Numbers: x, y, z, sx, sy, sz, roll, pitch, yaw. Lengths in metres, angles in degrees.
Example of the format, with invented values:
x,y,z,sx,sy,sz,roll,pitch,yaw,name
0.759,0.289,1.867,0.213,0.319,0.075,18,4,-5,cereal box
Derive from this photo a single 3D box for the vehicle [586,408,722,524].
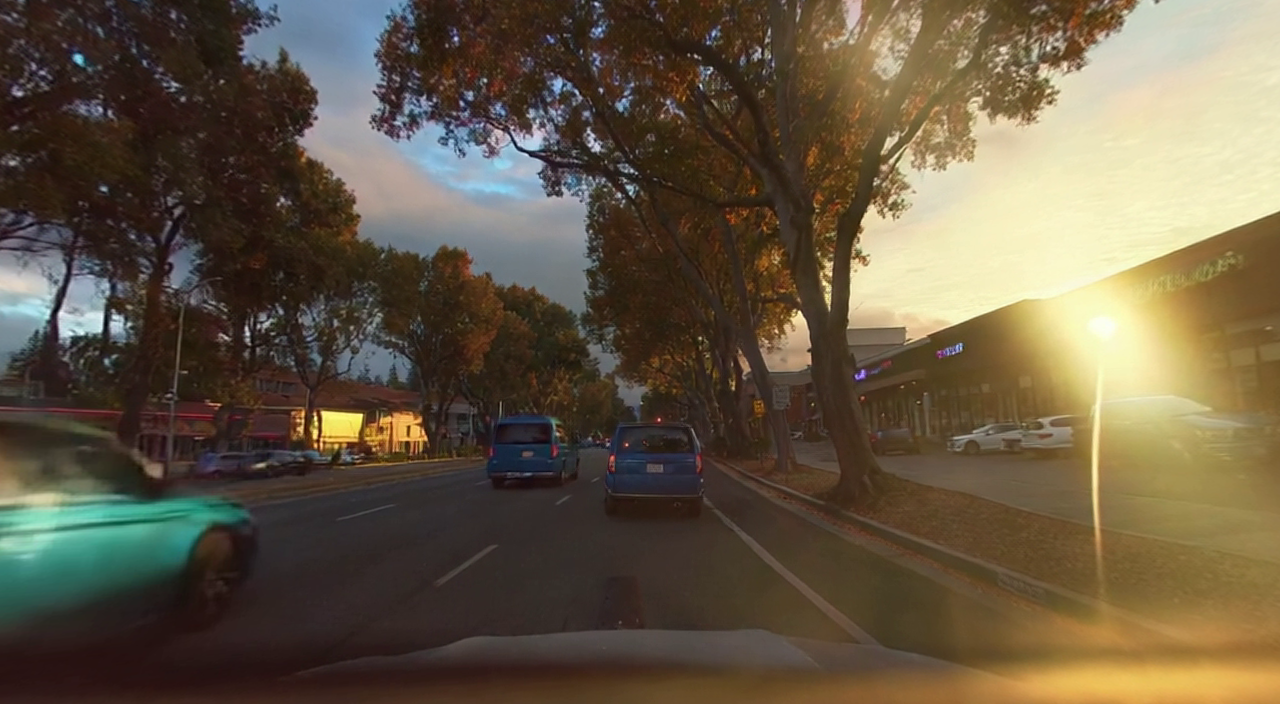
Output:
x,y,z,sx,sy,sz,roll,pitch,yaw,name
0.307,2.139,12.279,2.173,1.830,4.189,0,-9,2,vehicle

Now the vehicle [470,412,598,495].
x,y,z,sx,sy,sz,roll,pitch,yaw,name
-2.880,2.995,18.823,2.486,2.074,5.456,-1,-9,4,vehicle

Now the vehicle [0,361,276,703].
x,y,z,sx,sy,sz,roll,pitch,yaw,name
-3.937,0.881,2.647,2.116,1.714,4.757,0,-9,-2,vehicle
